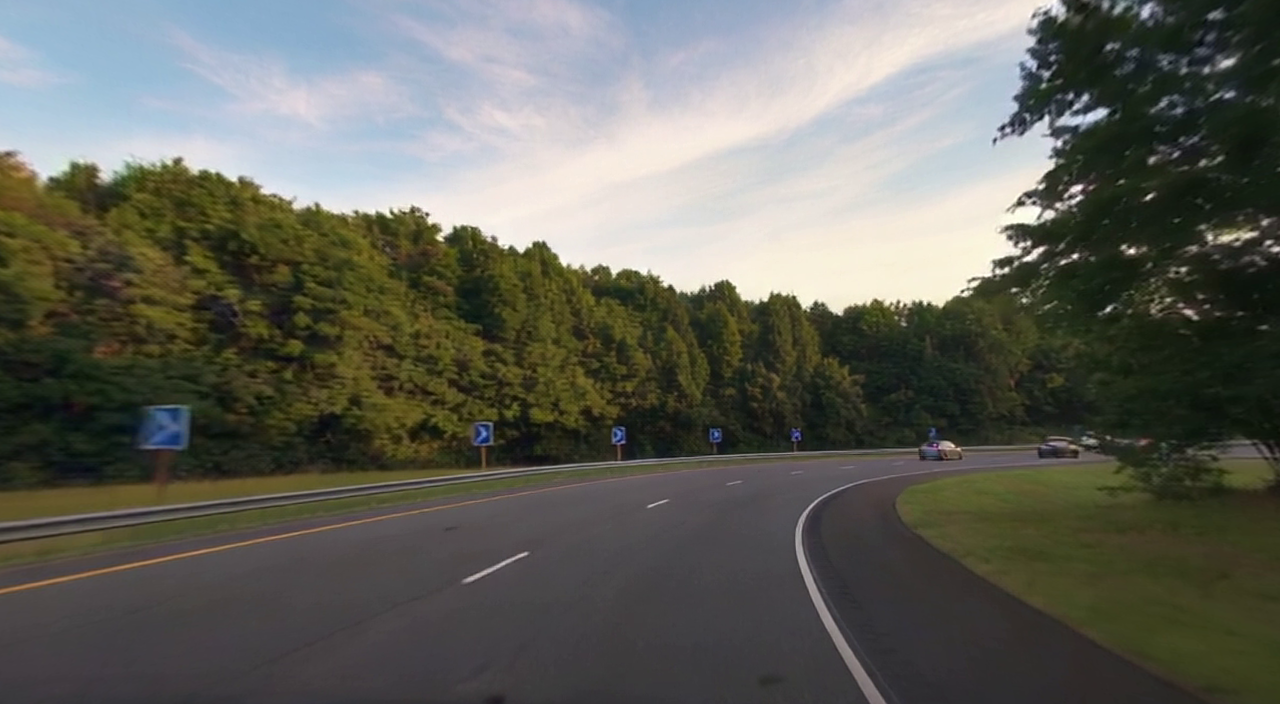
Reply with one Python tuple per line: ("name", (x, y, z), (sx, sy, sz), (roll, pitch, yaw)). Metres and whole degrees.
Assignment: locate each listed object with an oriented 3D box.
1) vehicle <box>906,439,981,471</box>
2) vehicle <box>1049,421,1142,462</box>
("vehicle", (17.101, 5.774, 35.386), (4.325, 1.674, 2.221), (8, -12, -42))
("vehicle", (33.499, 6.628, 46.352), (5.981, 2.823, 2.498), (3, -10, -22))
